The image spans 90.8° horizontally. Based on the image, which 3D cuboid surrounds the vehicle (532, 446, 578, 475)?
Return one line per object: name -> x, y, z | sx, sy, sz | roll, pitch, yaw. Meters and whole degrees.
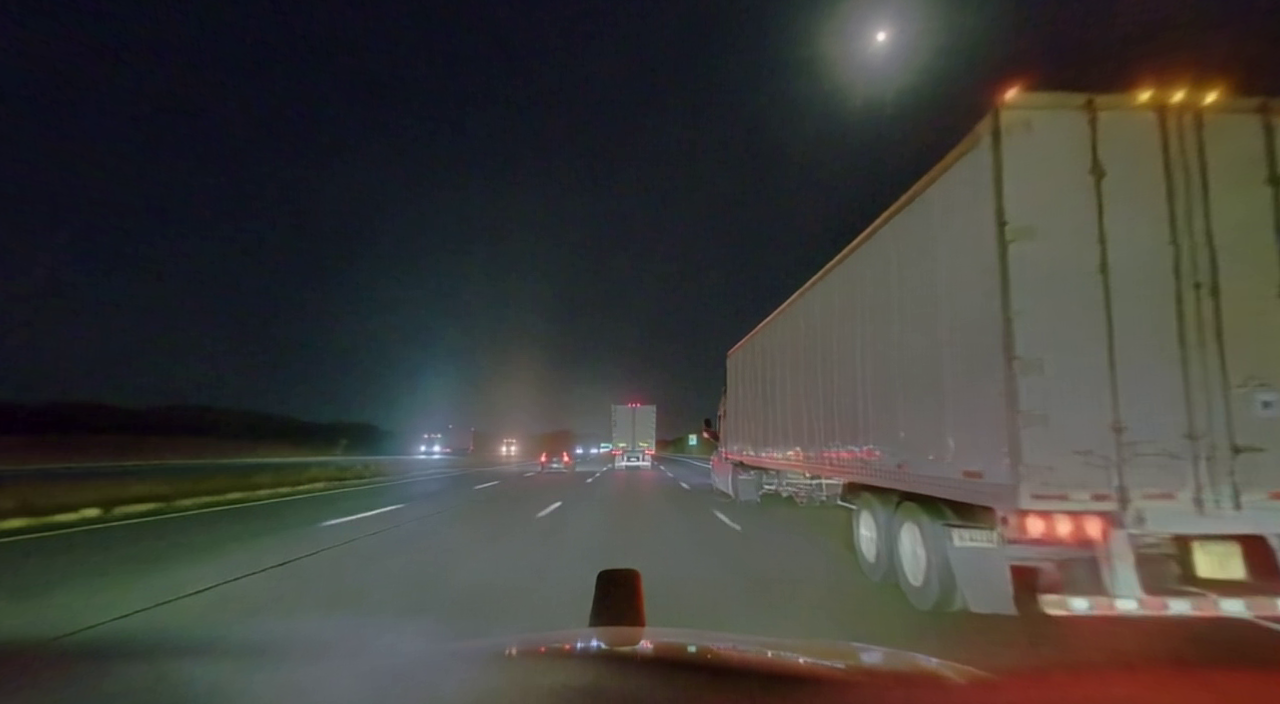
vehicle -> -4.654, 5.974, 35.109 | 1.892, 1.471, 5.047 | 0, -9, -1
